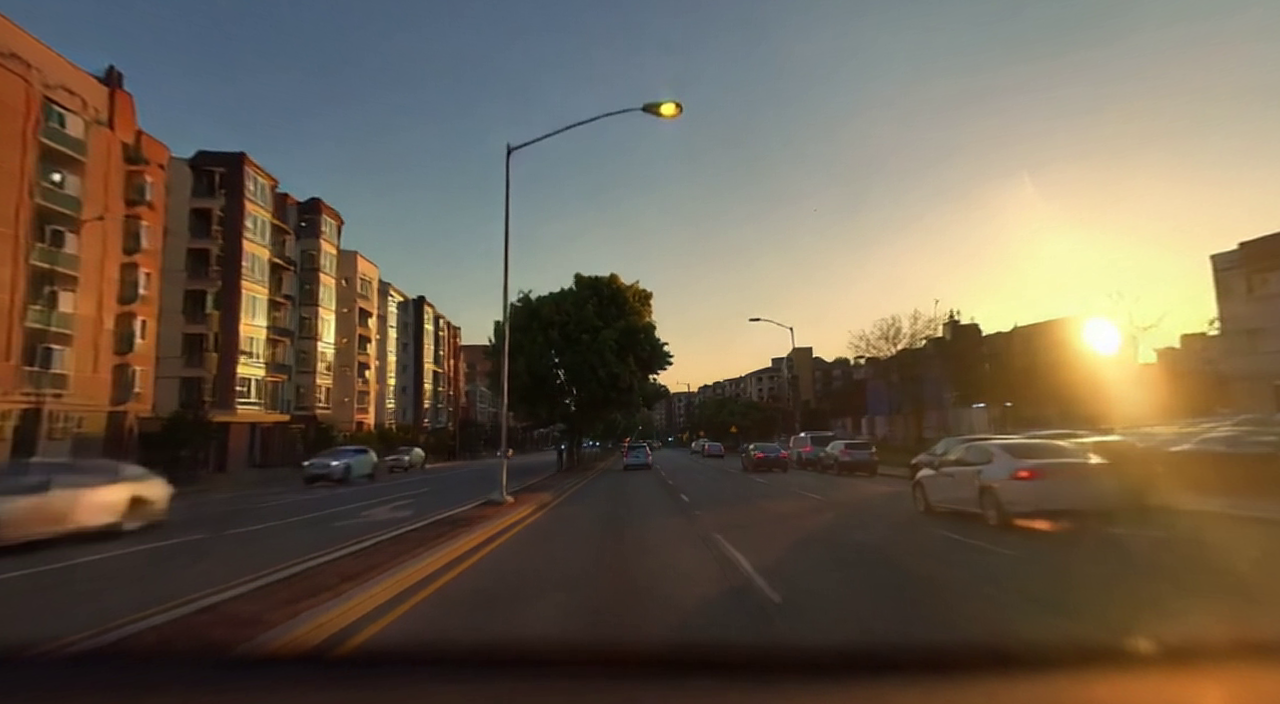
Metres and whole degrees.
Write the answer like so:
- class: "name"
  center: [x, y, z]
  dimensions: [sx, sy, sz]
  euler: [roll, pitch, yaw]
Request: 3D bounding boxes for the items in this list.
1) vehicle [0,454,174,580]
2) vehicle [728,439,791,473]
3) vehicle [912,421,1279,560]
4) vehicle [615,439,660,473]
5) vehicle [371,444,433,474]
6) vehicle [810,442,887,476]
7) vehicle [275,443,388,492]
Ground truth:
- class: "vehicle"
  center: [-8.386, 2.031, 7.905]
  dimensions: [1.869, 1.419, 4.183]
  euler: [0, -9, -1]
- class: "vehicle"
  center: [5.773, 5.071, 30.823]
  dimensions: [2.154, 1.554, 4.149]
  euler: [0, -9, -2]
- class: "vehicle"
  center: [6.301, 1.948, 9.668]
  dimensions: [2.121, 1.557, 4.898]
  euler: [0, -9, 1]
- class: "vehicle"
  center: [-0.147, 5.168, 31.519]
  dimensions: [2.106, 1.553, 3.964]
  euler: [0, -9, 0]
- class: "vehicle"
  center: [-15.410, 6.938, 40.999]
  dimensions: [2.216, 1.797, 4.487]
  euler: [0, -9, 0]
- class: "vehicle"
  center: [9.972, 5.150, 30.542]
  dimensions: [2.089, 1.508, 4.323]
  euler: [-1, -9, -2]
- class: "vehicle"
  center: [-11.753, 4.398, 24.421]
  dimensions: [2.036, 1.697, 4.680]
  euler: [0, -9, 0]
